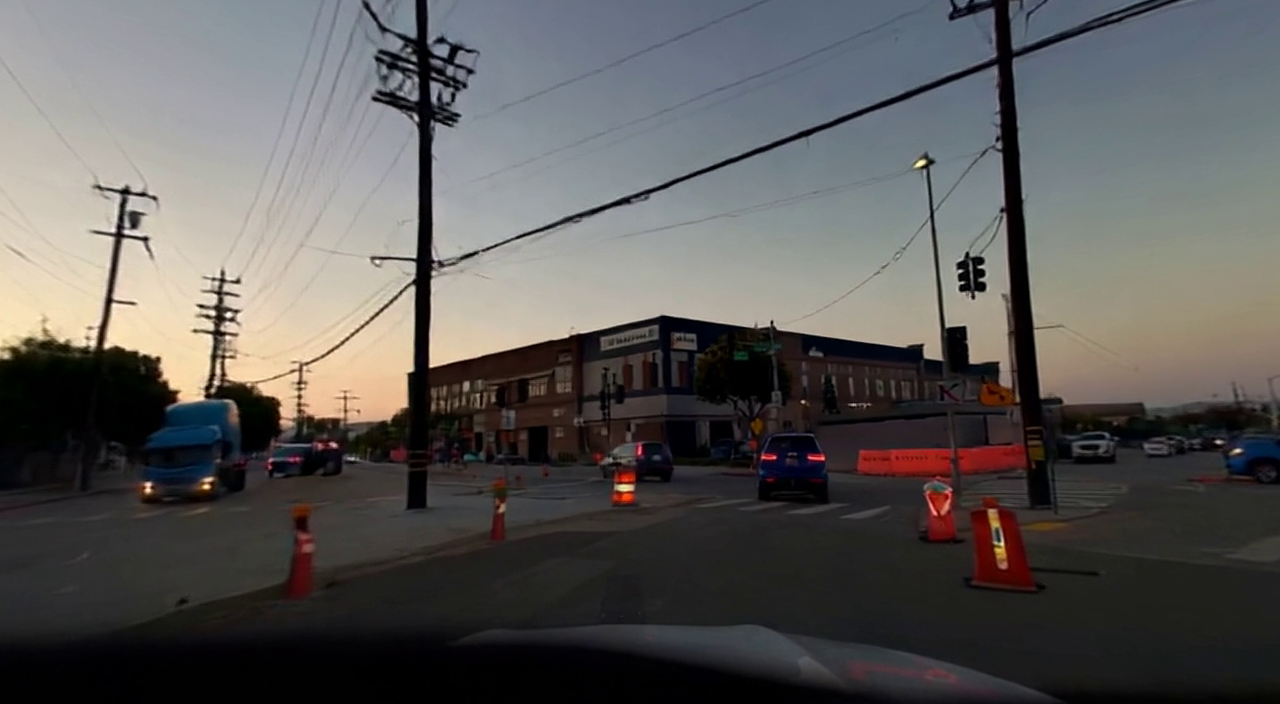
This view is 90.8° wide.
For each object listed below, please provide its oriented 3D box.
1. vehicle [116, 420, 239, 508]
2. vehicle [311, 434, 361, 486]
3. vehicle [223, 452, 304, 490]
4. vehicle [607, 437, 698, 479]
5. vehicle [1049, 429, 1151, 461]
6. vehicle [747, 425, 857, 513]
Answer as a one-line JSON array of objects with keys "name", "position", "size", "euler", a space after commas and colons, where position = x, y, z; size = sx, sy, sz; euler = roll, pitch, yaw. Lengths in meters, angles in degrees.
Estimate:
[{"name": "vehicle", "position": [-15.617, 3.793, 21.598], "size": [2.185, 2.644, 3.306], "euler": [-1, -9, -14]}, {"name": "vehicle", "position": [-16.549, 5.847, 34.618], "size": [1.959, 2.654, 4.078], "euler": [3, -9, -20]}, {"name": "vehicle", "position": [-19.689, 6.188, 33.312], "size": [2.509, 1.731, 4.549], "euler": [2, -8, -16]}, {"name": "vehicle", "position": [0.491, 5.307, 32.062], "size": [2.206, 1.911, 5.548], "euler": [4, -9, -27]}, {"name": "vehicle", "position": [26.065, 5.280, 35.889], "size": [4.382, 1.688, 1.937], "euler": [-8, -11, 42]}, {"name": "vehicle", "position": [4.056, 2.900, 16.257], "size": [2.256, 1.859, 5.118], "euler": [-2, -8, 12]}]
